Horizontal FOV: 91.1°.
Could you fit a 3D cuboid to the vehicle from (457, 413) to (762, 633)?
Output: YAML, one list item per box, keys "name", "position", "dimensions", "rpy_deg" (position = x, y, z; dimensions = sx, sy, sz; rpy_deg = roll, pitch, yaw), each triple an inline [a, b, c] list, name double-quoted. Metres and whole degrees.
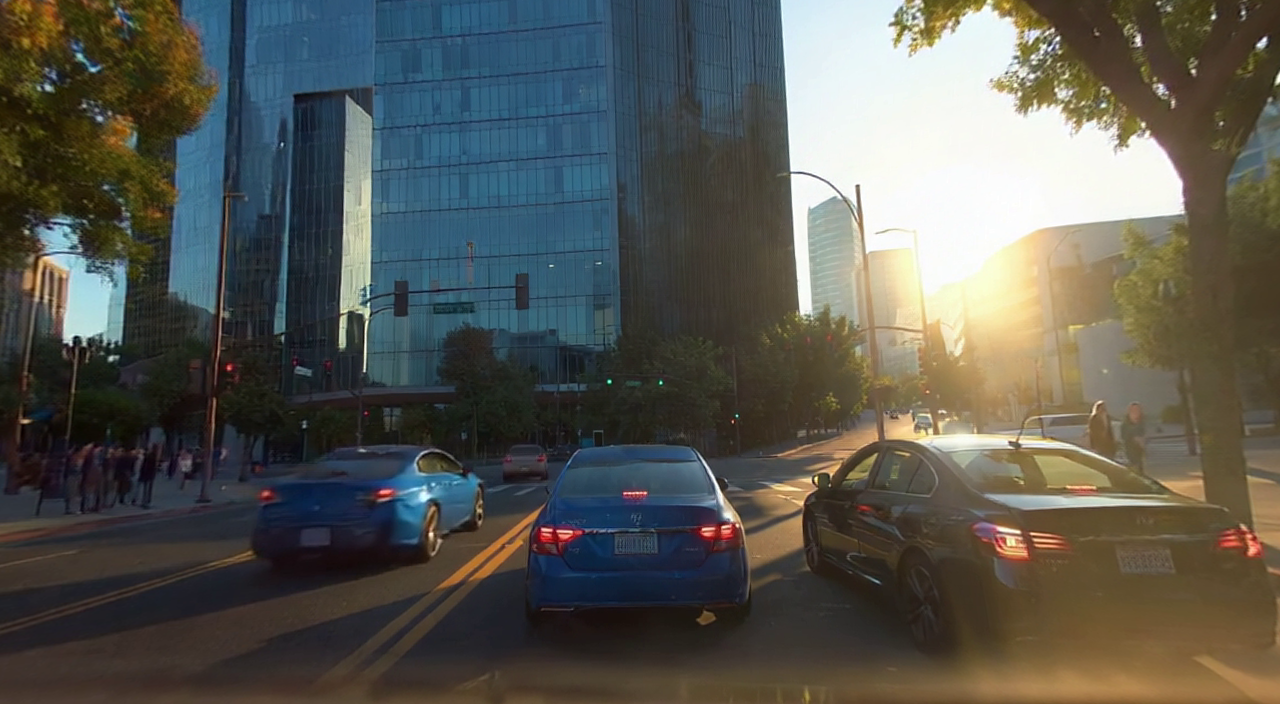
- name: "vehicle"
  position: [-0.274, 1.465, 6.389]
  dimensions: [2.072, 1.476, 4.078]
  rpy_deg: [0, -8, -2]

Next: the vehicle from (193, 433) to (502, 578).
- name: "vehicle"
  position: [-3.441, 1.867, 8.597]
  dimensions: [1.957, 1.427, 4.531]
  rpy_deg: [0, -8, 1]

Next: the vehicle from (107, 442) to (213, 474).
- name: "vehicle"
  position: [-33.748, 7.445, 44.284]
  dimensions: [5.598, 2.130, 2.121]
  rpy_deg: [0, -8, -2]

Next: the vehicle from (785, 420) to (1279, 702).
- name: "vehicle"
  position: [2.749, 1.406, 5.444]
  dimensions: [1.952, 1.464, 4.165]
  rpy_deg: [0, -8, -1]

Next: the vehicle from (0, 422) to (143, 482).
- name: "vehicle"
  position: [-30.101, 5.115, 32.314]
  dimensions: [6.756, 2.955, 2.367]
  rpy_deg: [0, -8, -1]
